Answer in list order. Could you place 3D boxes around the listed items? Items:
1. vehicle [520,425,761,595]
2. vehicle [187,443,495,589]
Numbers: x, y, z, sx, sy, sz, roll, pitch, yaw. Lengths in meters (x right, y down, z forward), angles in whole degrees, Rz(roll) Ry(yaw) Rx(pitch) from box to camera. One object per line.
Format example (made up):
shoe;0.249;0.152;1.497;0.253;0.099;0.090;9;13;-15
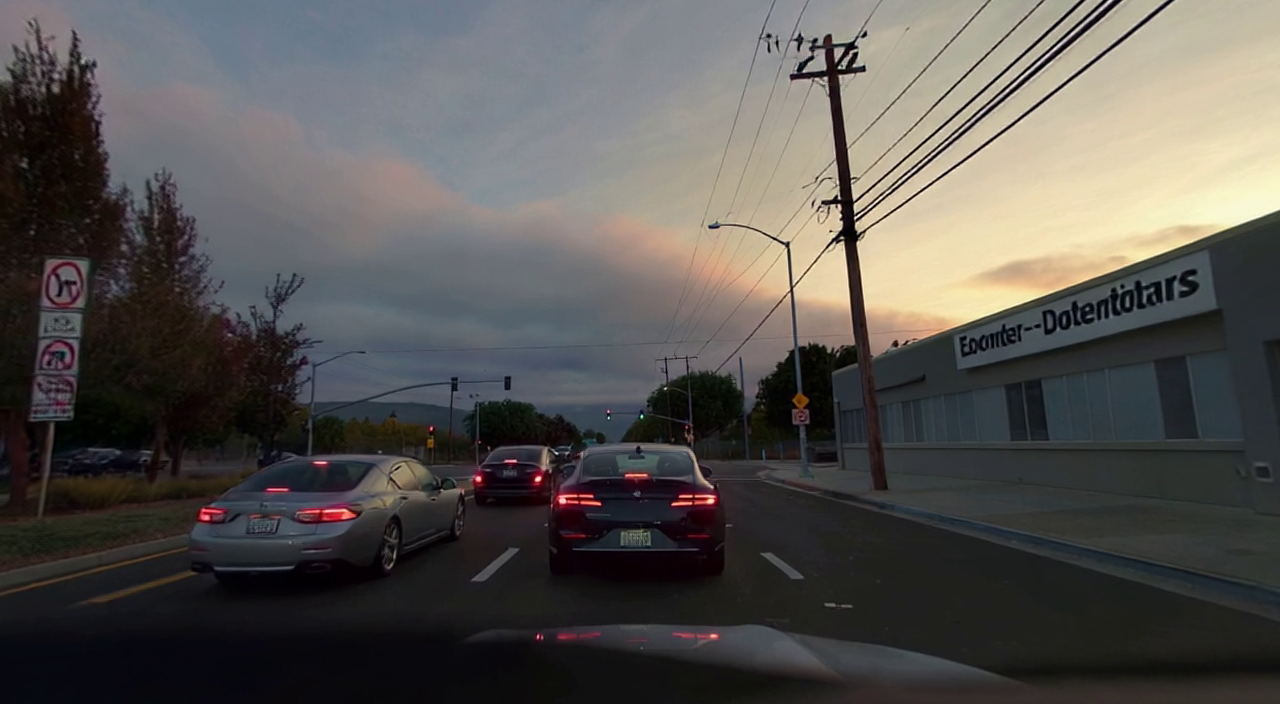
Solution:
vehicle;-0.007;1.688;7.568;2.101;1.469;3.955;0;-9;0
vehicle;-3.220;1.813;7.842;1.765;1.319;4.013;0;-9;2
